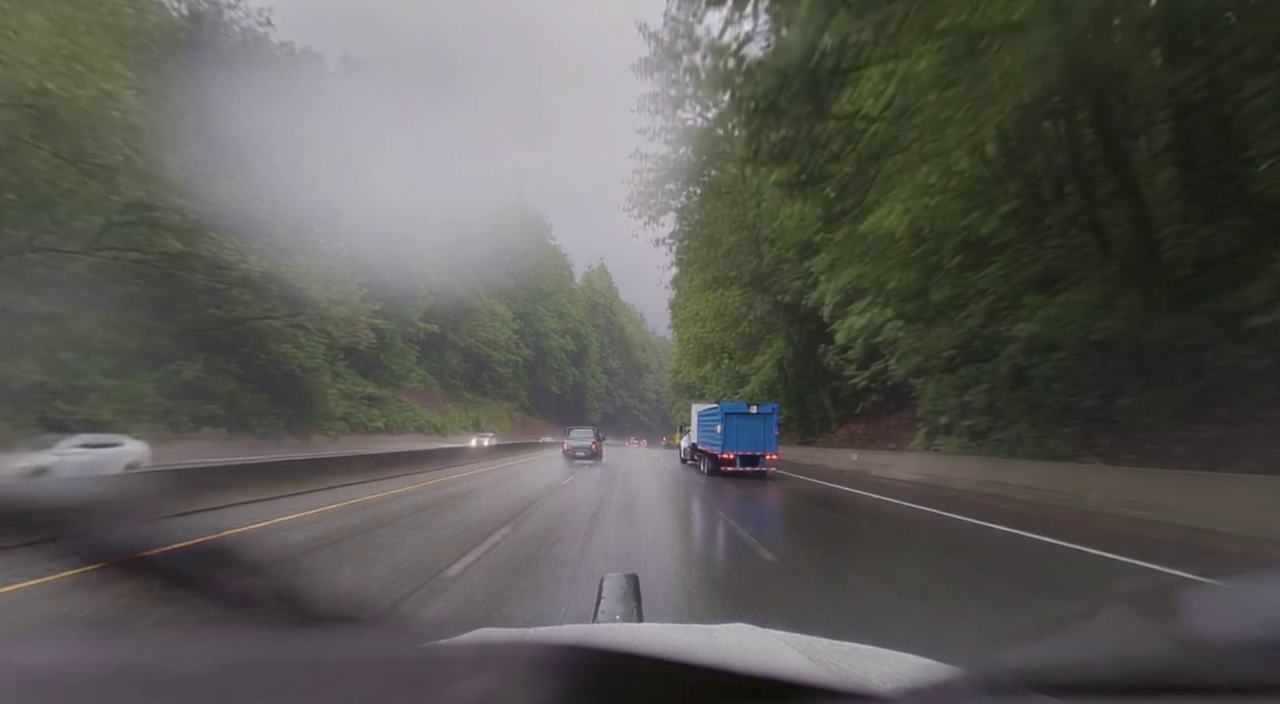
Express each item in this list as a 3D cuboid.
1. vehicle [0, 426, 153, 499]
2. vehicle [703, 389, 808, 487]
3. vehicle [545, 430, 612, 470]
[{"bbox_3d":[-14.717,2.654,15.663,1.880,1.549,4.172,0,-8,0],"label":"vehicle"},{"bbox_3d":[3.254,2.527,18.705,2.256,2.568,4.049,0,-8,-1],"label":"vehicle"},{"bbox_3d":[-2.470,4.075,26.483,2.195,1.529,4.572,0,-8,2],"label":"vehicle"}]
